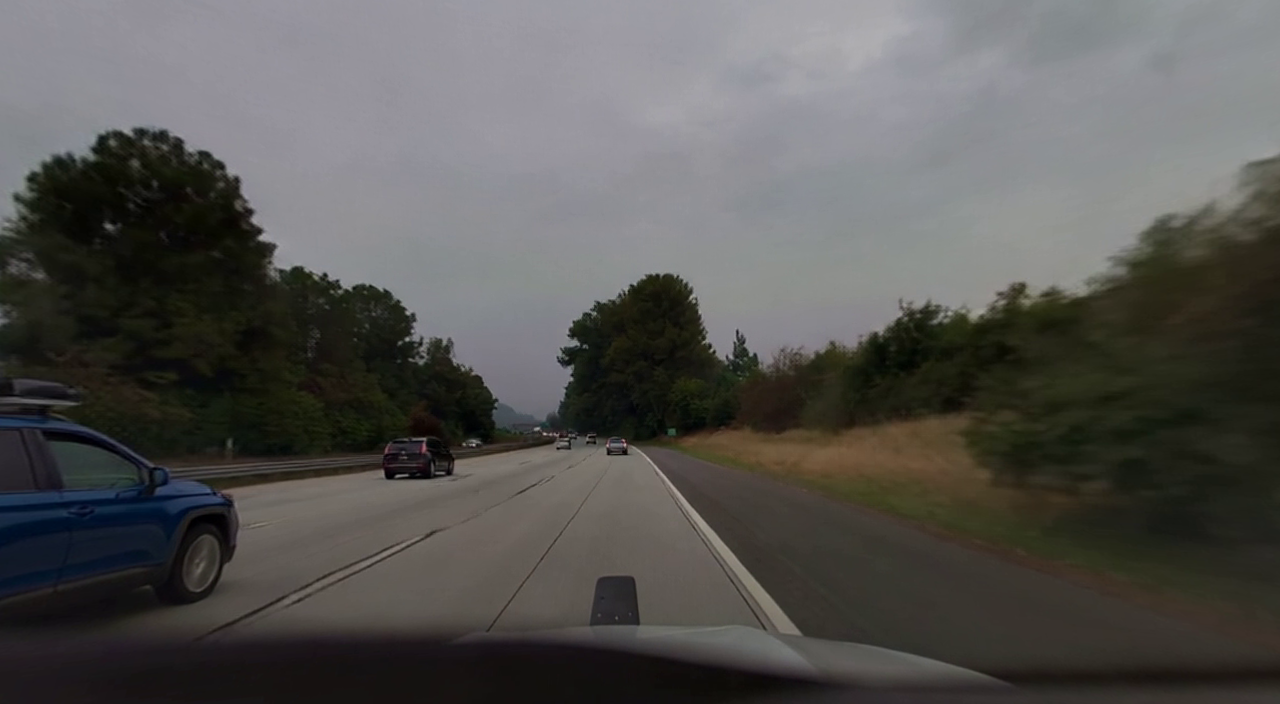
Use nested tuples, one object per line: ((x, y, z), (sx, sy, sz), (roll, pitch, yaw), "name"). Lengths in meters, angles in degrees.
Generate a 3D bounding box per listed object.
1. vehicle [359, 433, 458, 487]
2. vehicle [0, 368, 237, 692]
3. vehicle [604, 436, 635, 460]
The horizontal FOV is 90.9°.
((-8.225, 3.843, 22.823), (1.964, 1.745, 4.338), (0, -8, -1), "vehicle")
((-4.504, 0.925, 3.070), (2.069, 1.748, 4.652), (0, -8, -1), "vehicle")
((-1.494, 7.077, 46.706), (2.178, 1.658, 3.916), (0, -8, -1), "vehicle")
